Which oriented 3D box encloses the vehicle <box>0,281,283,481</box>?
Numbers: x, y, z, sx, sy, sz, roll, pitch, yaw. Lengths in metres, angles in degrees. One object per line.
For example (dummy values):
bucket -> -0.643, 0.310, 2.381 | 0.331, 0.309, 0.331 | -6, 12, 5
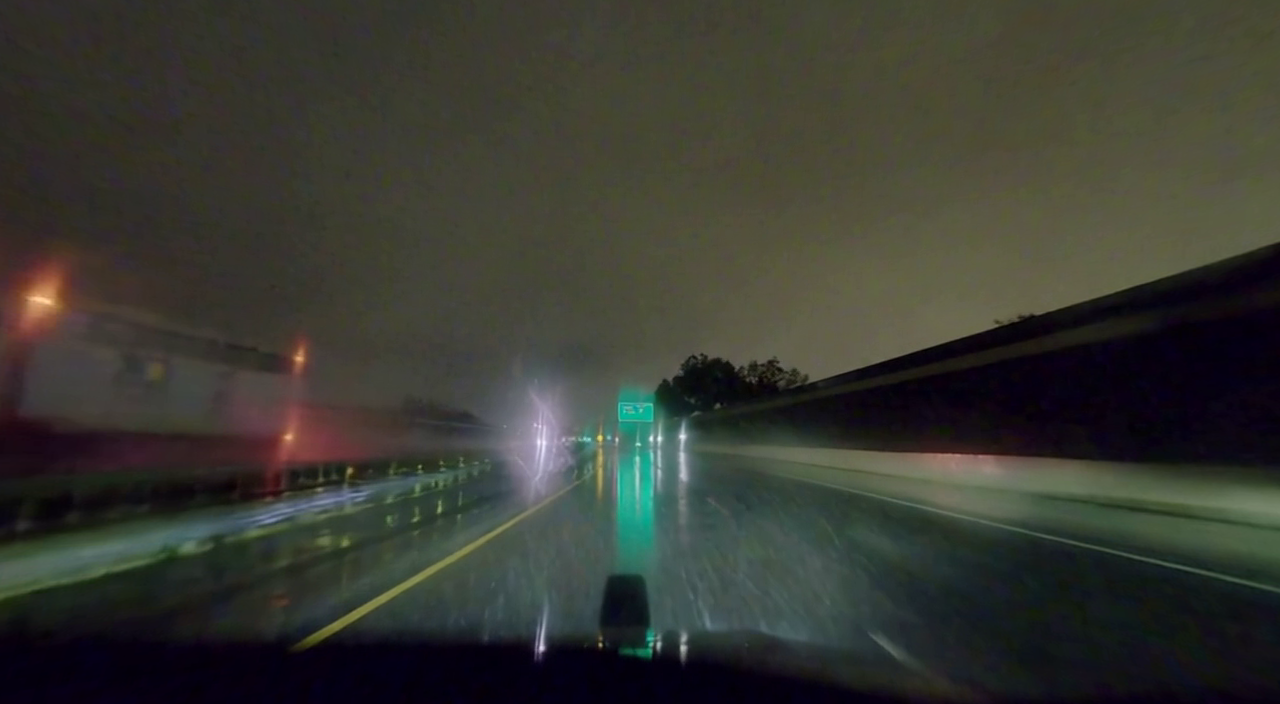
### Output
vehicle -> -16.260, 1.374, 19.076 | 3.039, 4.546, 13.279 | 1, -9, -1
